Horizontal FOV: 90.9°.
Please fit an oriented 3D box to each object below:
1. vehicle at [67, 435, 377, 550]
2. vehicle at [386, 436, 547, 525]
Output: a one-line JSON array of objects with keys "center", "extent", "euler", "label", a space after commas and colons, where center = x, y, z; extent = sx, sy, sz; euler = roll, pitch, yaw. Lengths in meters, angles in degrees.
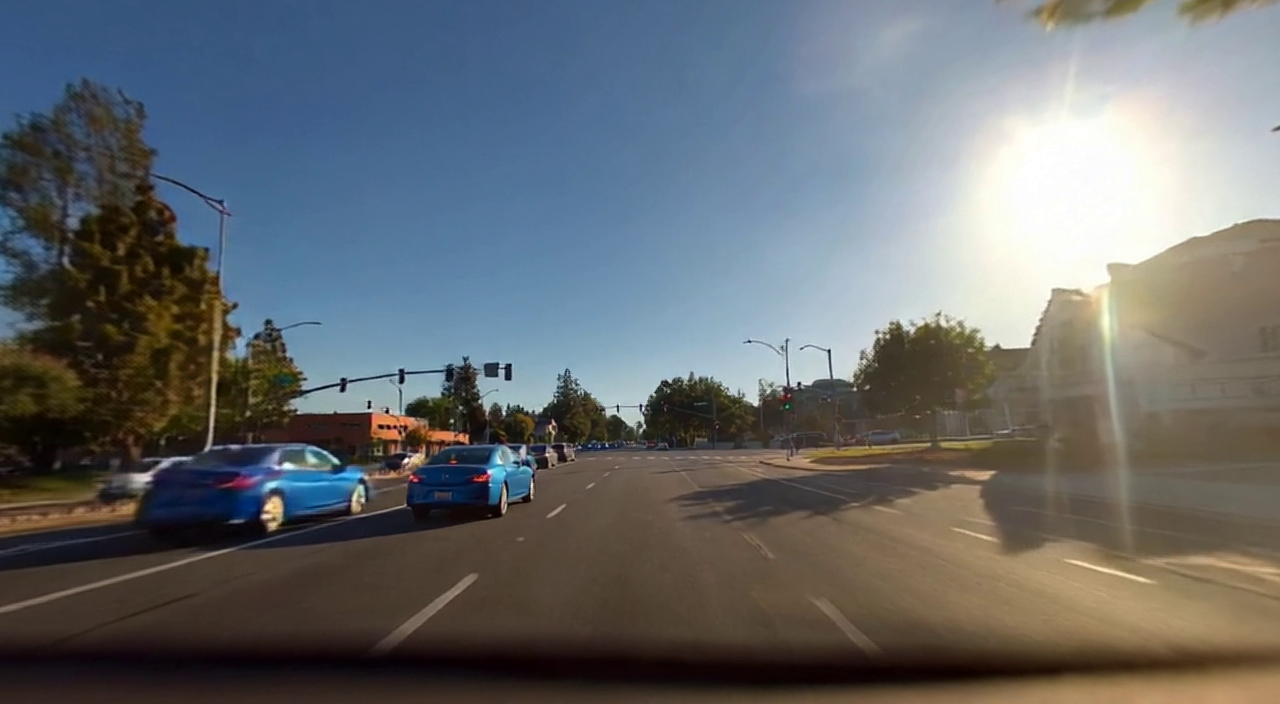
[{"center": [-6.560, 2.233, 10.779], "extent": [2.027, 1.501, 4.707], "euler": [0, -9, 1], "label": "vehicle"}, {"center": [-3.233, 2.491, 12.803], "extent": [1.924, 1.480, 4.421], "euler": [0, -9, 1], "label": "vehicle"}]
